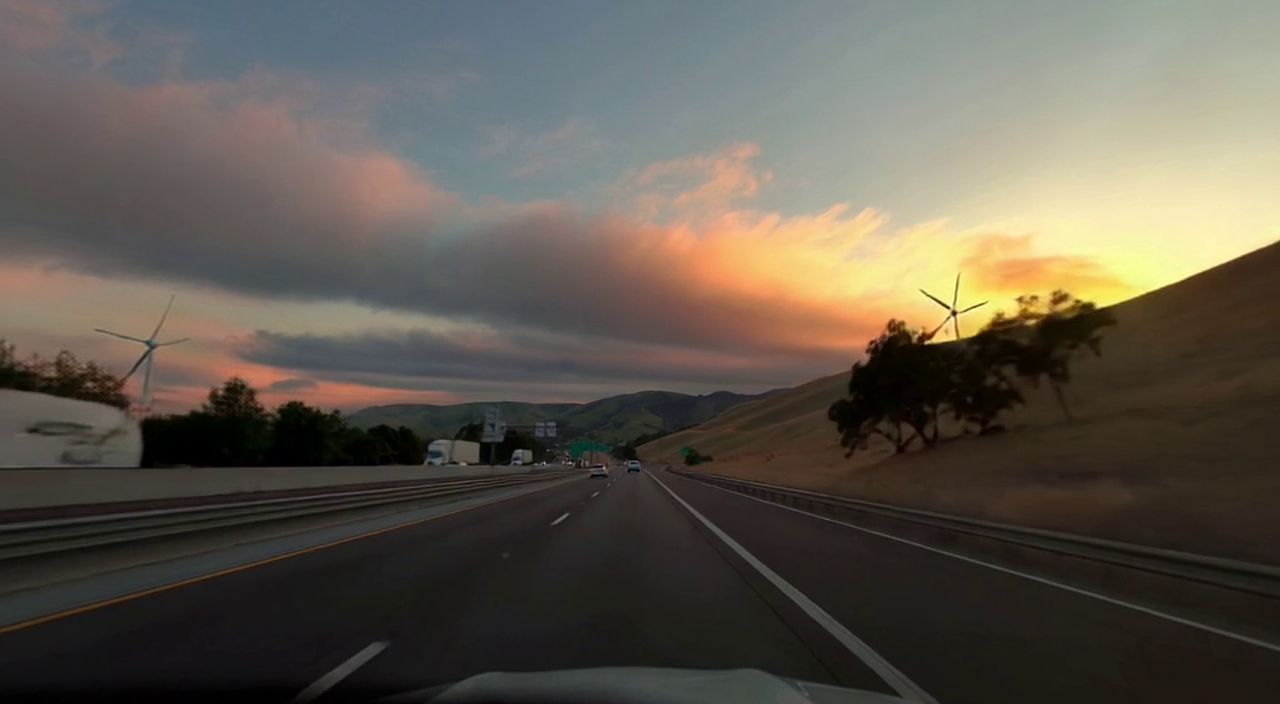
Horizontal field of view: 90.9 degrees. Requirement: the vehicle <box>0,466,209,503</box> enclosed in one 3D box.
[{"bbox_3d":[-23.394,5.304,25.778,2.915,1.222,12.550,1,-10,0],"label":"vehicle"}]
